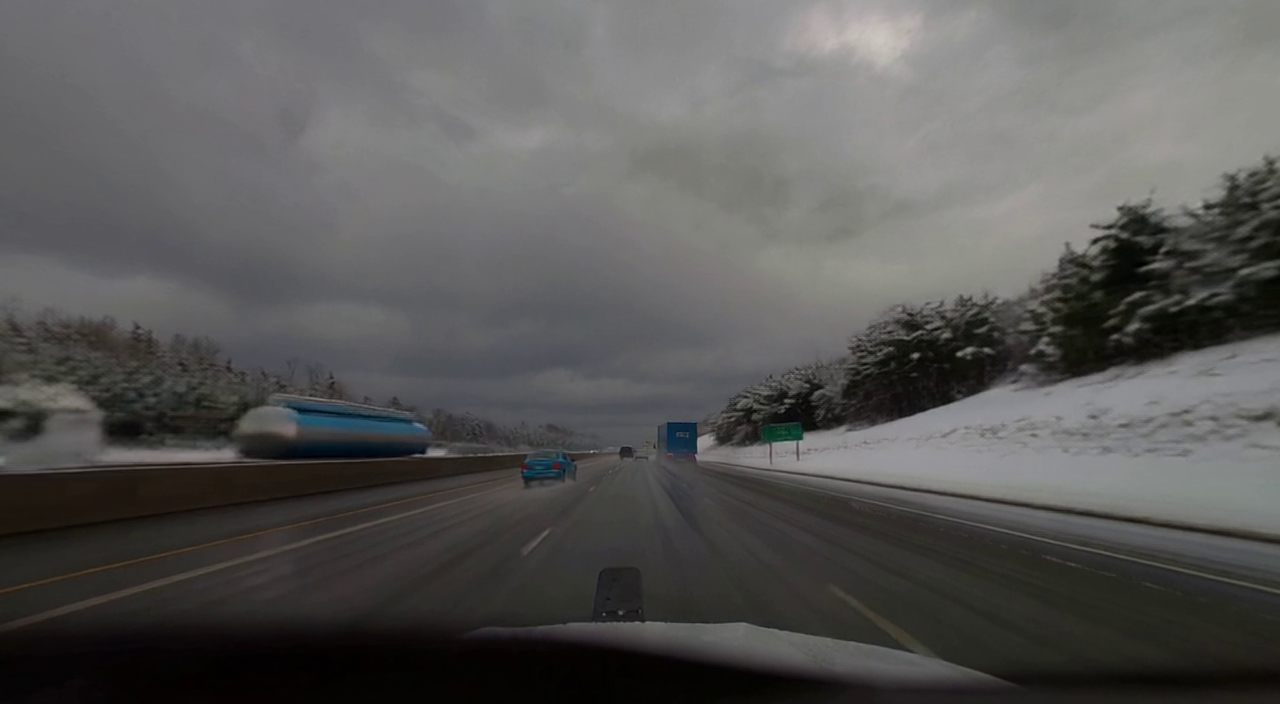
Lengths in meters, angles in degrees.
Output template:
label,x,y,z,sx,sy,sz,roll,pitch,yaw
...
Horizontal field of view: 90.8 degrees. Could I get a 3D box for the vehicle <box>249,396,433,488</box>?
label,x,y,z,sx,sy,sz,roll,pitch,yaw
vehicle,-15.113,4.931,34.193,2.910,3.869,14.755,0,-9,-1

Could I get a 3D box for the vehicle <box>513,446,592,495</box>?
label,x,y,z,sx,sy,sz,roll,pitch,yaw
vehicle,-2.850,3.969,21.503,2.013,1.498,3.908,-1,-9,2

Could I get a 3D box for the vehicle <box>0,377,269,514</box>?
label,x,y,z,sx,sy,sz,roll,pitch,yaw
vehicle,-19.678,3.634,24.232,2.862,3.843,13.487,0,-9,-1
